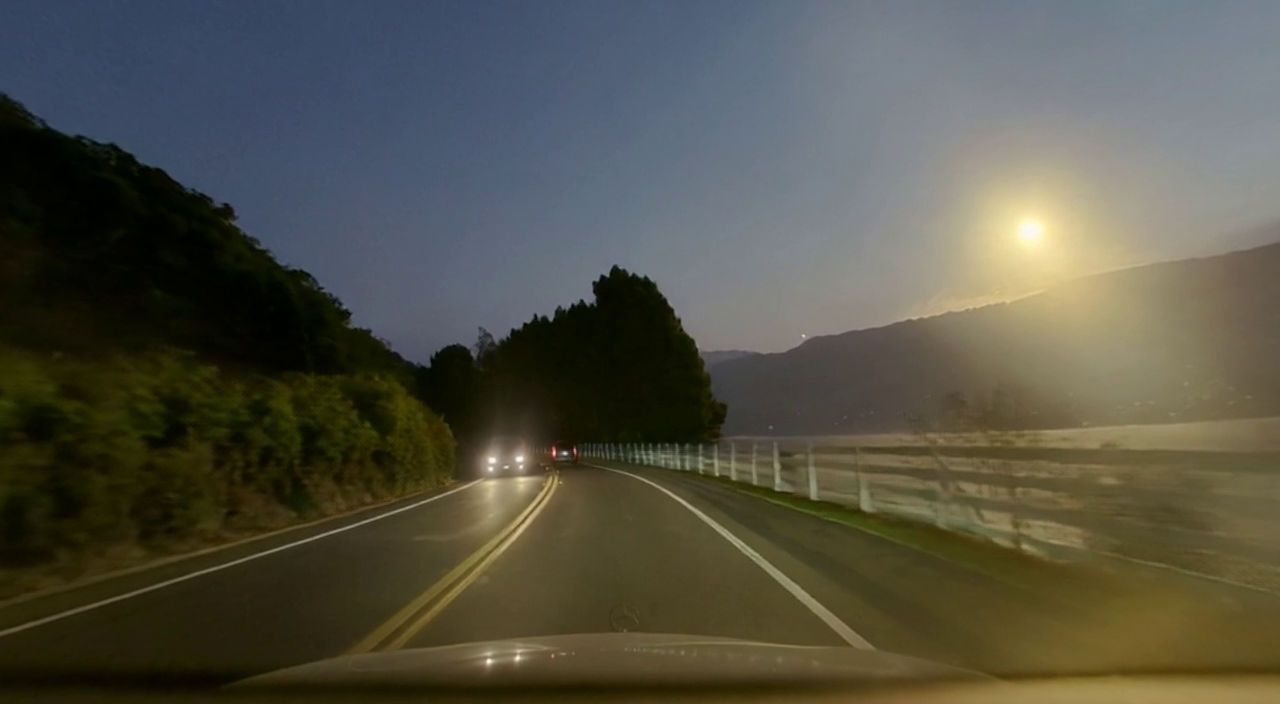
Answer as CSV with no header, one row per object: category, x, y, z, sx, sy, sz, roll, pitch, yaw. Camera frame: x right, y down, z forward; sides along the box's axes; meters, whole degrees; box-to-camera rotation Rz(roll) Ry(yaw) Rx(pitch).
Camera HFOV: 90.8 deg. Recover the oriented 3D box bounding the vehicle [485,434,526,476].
vehicle,-8.715,6.619,40.747,2.373,2.488,5.160,2,-9,-13
